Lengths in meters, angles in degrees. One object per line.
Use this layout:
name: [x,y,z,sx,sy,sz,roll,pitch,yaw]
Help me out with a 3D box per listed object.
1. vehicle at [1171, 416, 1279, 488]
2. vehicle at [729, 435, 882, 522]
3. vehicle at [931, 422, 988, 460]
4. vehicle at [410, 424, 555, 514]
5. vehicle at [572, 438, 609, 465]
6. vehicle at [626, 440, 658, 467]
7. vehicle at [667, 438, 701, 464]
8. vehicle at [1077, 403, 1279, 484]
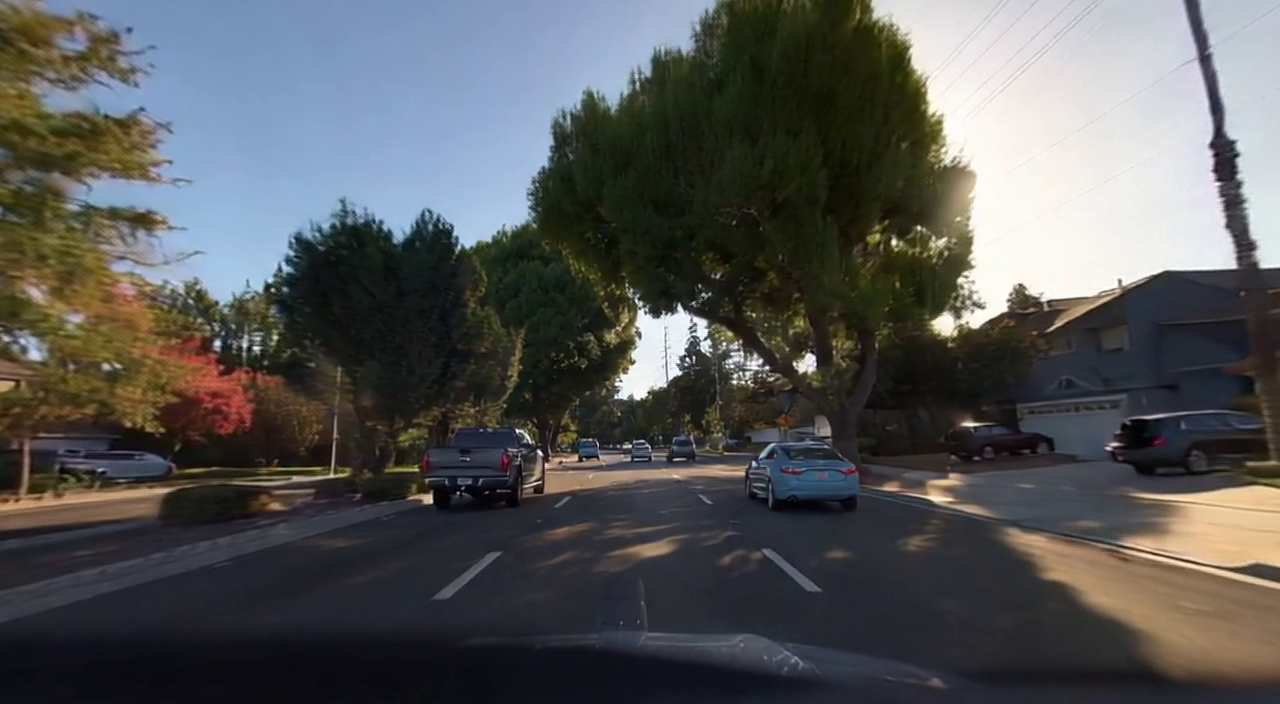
vehicle: [14.856,2.212,14.103,4.267,1.480,1.817,0,-8,1]
vehicle: [3.128,2.472,12.922,1.884,1.463,4.195,0,-8,-1]
vehicle: [15.493,4.369,30.829,1.899,1.690,4.275,-3,-9,20]
vehicle: [-3.468,2.703,15.148,2.111,1.745,5.274,0,-8,0]
vehicle: [-3.438,6.977,44.422,2.218,1.829,4.492,0,-8,0]
vehicle: [0.093,6.464,40.511,1.997,1.636,3.760,0,-8,-1]
vehicle: [3.294,7.484,48.028,2.099,1.845,4.363,0,-8,-2]
vehicle: [14.826,2.398,16.706,4.814,1.805,2.051,-4,-9,4]
